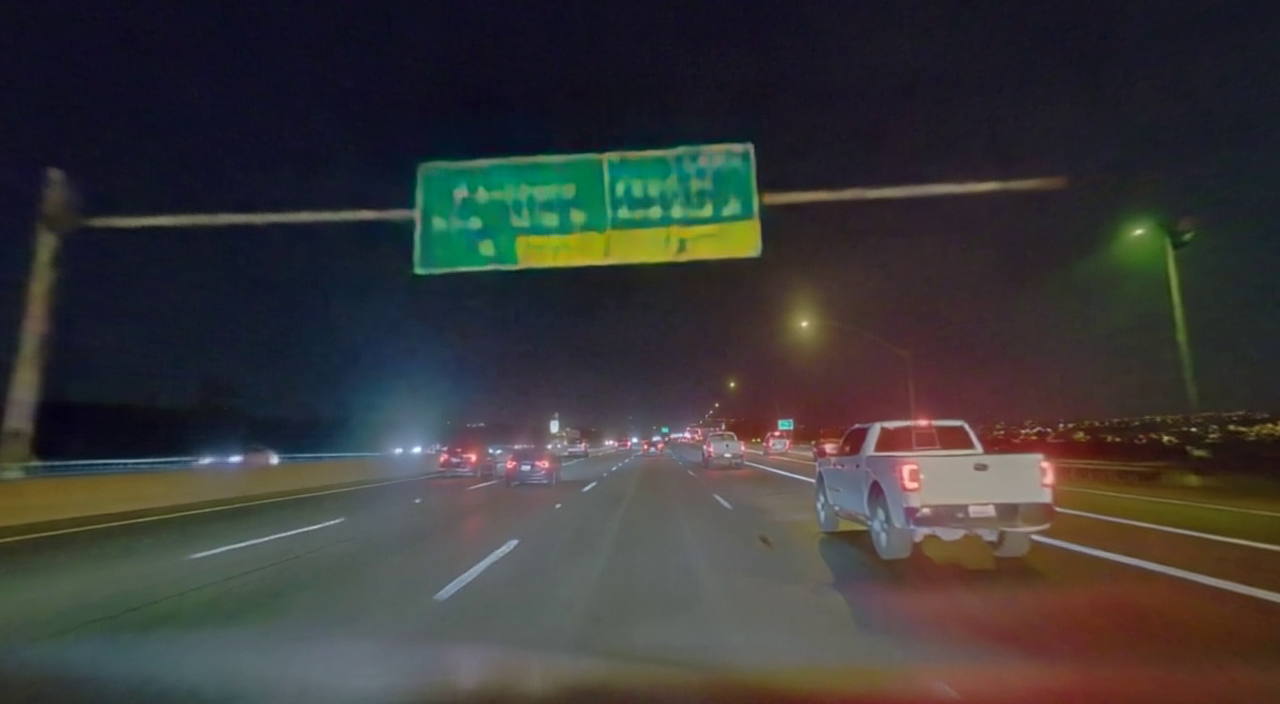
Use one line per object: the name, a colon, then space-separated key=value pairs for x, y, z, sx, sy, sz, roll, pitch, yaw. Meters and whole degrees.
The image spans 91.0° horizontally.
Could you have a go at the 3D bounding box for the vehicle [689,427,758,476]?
vehicle: x=3.995 y=4.978 z=31.608 sx=2.802 sy=2.151 sz=6.579 roll=0 pitch=-9 yaw=2

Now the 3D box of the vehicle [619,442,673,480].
vehicle: x=0.256 y=4.514 z=26.300 sx=2.071 sy=1.478 sz=4.130 roll=0 pitch=-9 yaw=1

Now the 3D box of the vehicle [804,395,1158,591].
vehicle: x=3.653 y=1.604 z=7.901 sx=2.045 sy=1.768 sz=4.249 roll=0 pitch=-9 yaw=0

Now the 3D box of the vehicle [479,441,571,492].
vehicle: x=-3.594 y=3.671 z=20.539 sx=1.996 sy=1.488 sz=4.451 roll=0 pitch=-9 yaw=2

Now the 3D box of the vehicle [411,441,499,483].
vehicle: x=-7.316 y=4.412 z=25.438 sx=2.065 sy=1.519 sz=4.491 roll=0 pitch=-9 yaw=2

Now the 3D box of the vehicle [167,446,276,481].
vehicle: x=-19.311 y=5.142 z=29.355 sx=1.851 sy=1.502 sz=4.485 roll=0 pitch=-9 yaw=2
